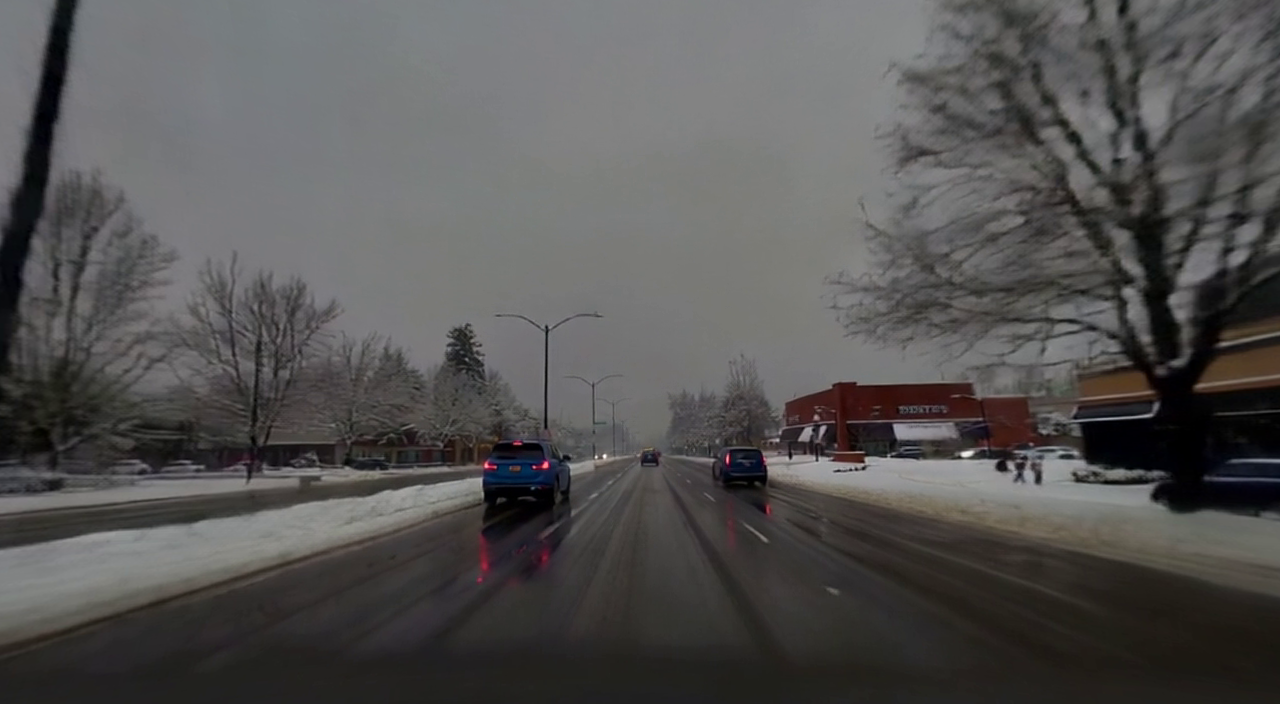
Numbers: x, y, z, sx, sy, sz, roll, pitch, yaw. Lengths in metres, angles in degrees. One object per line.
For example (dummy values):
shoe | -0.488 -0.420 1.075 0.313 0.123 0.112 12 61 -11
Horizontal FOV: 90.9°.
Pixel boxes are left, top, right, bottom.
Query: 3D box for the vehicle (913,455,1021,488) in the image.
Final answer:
vehicle | 16.797 6.132 32.557 4.479 1.445 1.946 -1 -8 -2

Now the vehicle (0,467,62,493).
vehicle | -38.878 8.099 40.099 3.857 1.463 1.808 -5 -10 28

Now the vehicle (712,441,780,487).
vehicle | 4.422 4.732 26.964 2.083 1.779 4.347 0 -9 -1

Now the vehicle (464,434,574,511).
vehicle | -3.121 3.209 17.295 2.047 1.810 4.414 0 -9 1

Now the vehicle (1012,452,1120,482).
vehicle | 29.371 7.907 43.587 5.672 1.918 2.236 0 -9 4
